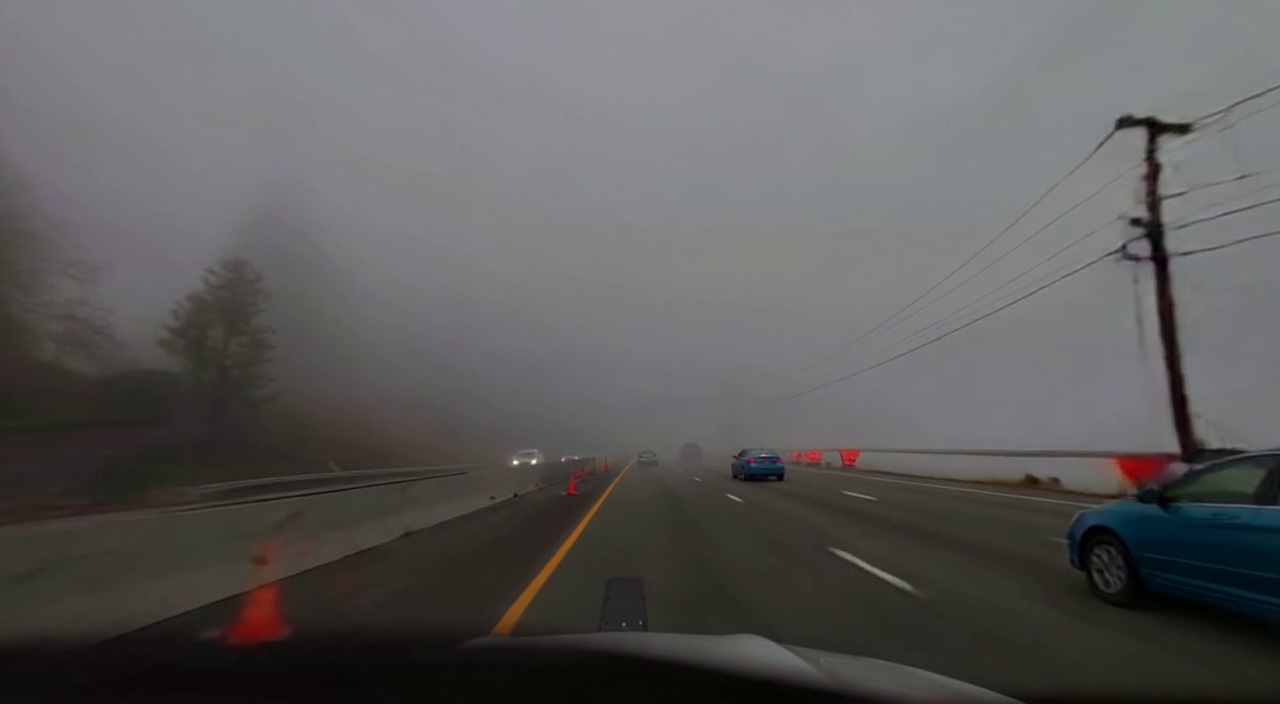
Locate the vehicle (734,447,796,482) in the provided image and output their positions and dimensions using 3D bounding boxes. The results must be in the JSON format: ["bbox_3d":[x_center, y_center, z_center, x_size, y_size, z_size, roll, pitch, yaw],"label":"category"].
[{"bbox_3d":[5.493,4.963,28.214,1.881,1.409,4.016,0,-8,-1],"label":"vehicle"}]

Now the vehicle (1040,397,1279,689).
[{"bbox_3d":[4.472,0.994,3.152,1.997,1.568,4.529,0,-8,1],"label":"vehicle"}]

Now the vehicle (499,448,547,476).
[{"bbox_3d":[-7.356,6.942,40.137,1.941,1.594,4.791,0,-8,2],"label":"vehicle"}]

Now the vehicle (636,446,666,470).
[{"bbox_3d":[0.771,7.653,45.783,2.096,1.583,4.150,0,-8,0],"label":"vehicle"}]
